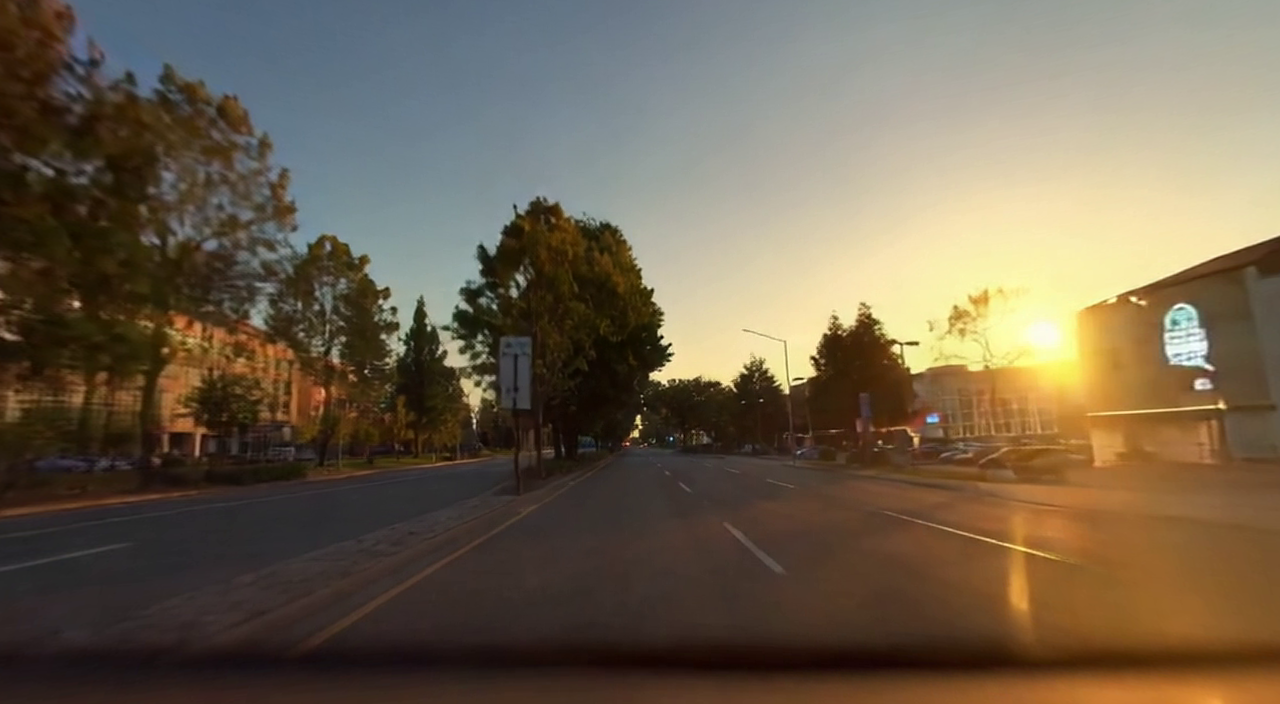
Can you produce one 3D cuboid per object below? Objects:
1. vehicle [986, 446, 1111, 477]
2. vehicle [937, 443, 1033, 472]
[{"bbox_3d":[20.145,5.396,31.270,4.805,1.473,2.046,0,-9,-3],"label":"vehicle"},{"bbox_3d":[20.049,6.147,36.833,4.407,1.616,1.929,0,-9,1],"label":"vehicle"}]
